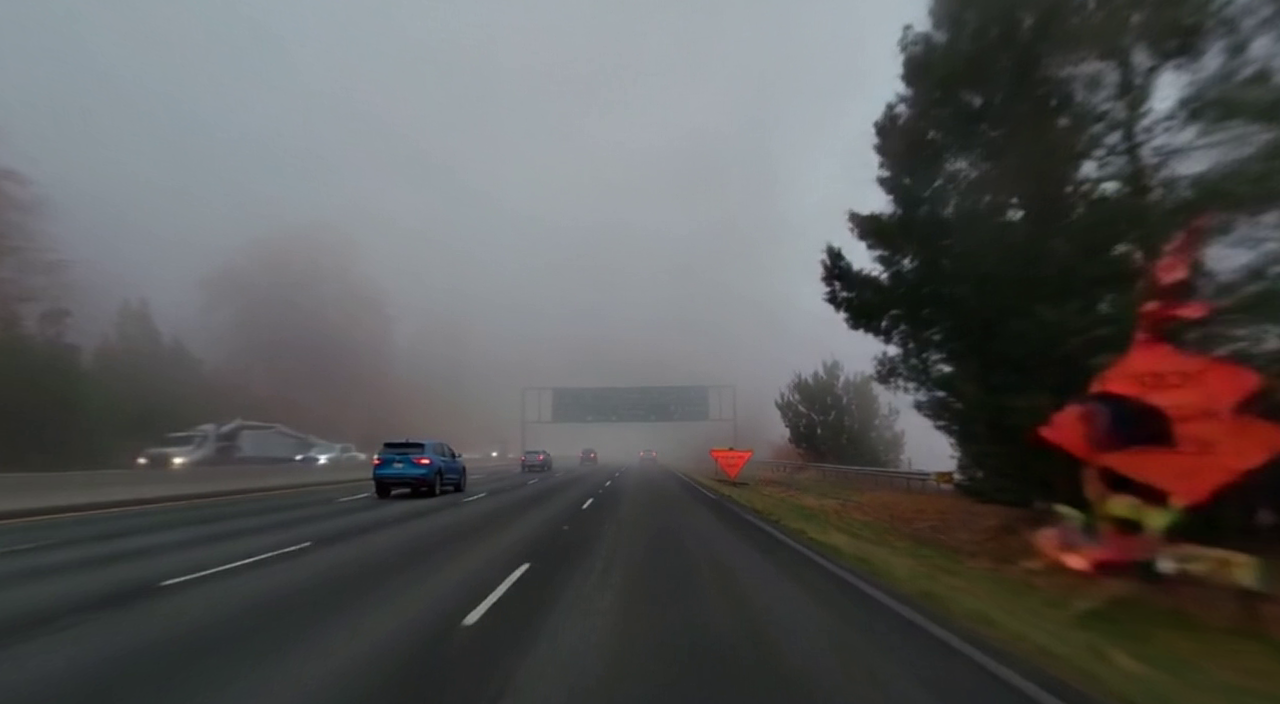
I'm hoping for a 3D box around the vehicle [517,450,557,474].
[{"bbox_3d":[-6.833,7.341,42.172,1.895,1.506,4.245,0,-9,0],"label":"vehicle"}]

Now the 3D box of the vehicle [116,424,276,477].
[{"bbox_3d":[-30.016,6.770,43.530,3.172,3.191,10.560,0,-9,2],"label":"vehicle"}]

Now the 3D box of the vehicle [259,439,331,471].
[{"bbox_3d":[-18.567,5.560,34.047,1.761,1.619,3.719,0,-9,-1],"label":"vehicle"}]

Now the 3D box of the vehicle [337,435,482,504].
[{"bbox_3d":[-6.399,3.315,18.224,2.402,1.733,4.512,0,-9,1],"label":"vehicle"}]
